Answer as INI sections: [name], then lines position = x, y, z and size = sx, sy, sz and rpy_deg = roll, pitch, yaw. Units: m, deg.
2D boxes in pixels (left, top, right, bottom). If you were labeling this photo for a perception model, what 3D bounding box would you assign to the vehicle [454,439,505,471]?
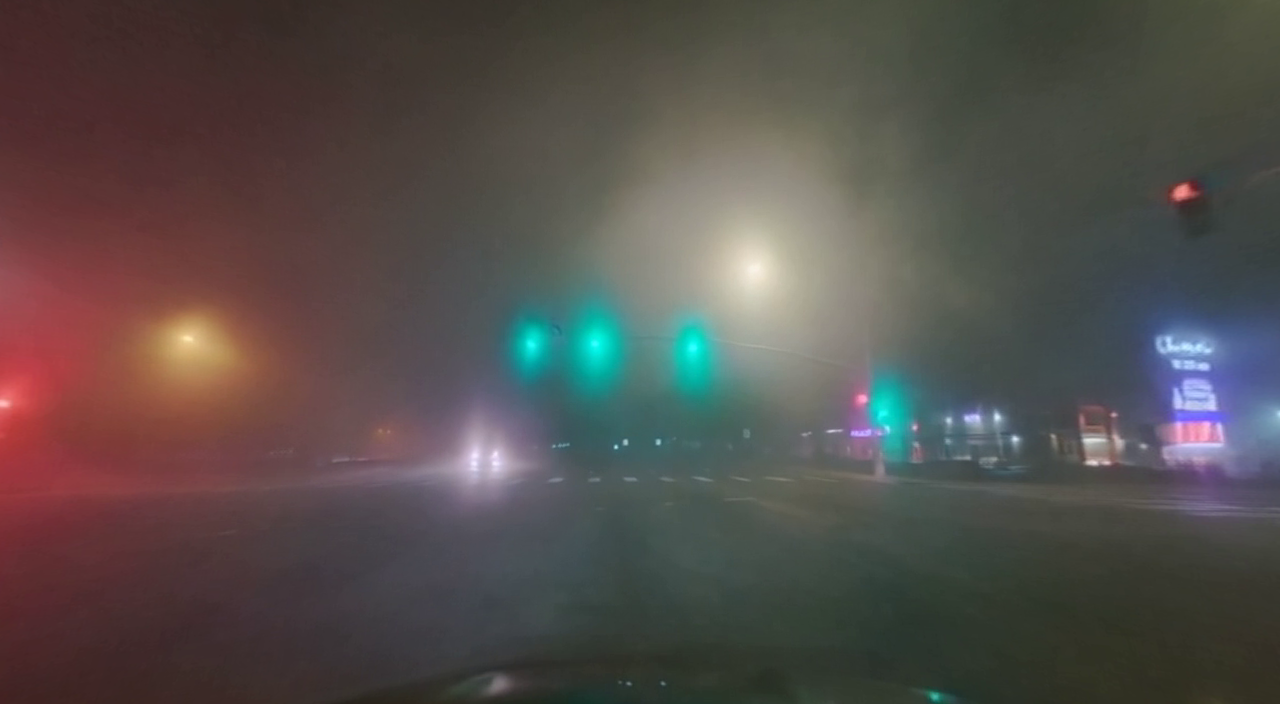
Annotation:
[vehicle]
position = -9.647, 6.235, 38.338
size = 2.175, 1.795, 4.640
rpy_deg = 0, -8, -4
